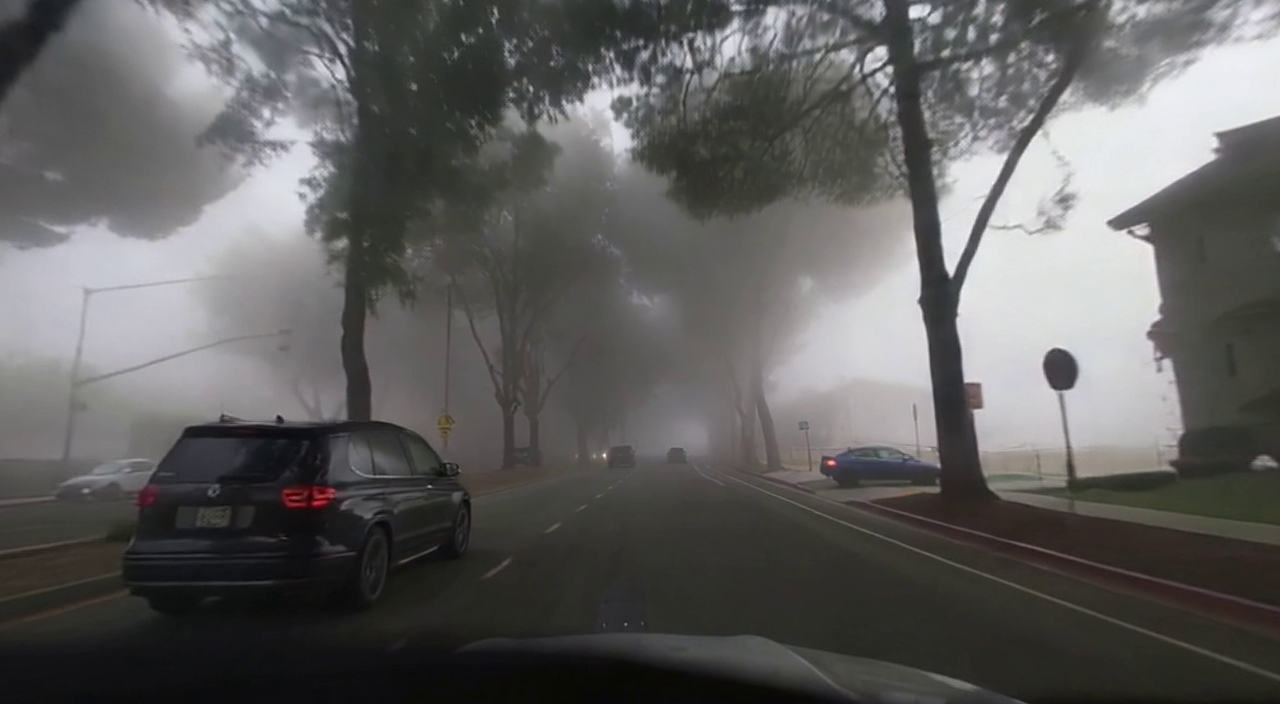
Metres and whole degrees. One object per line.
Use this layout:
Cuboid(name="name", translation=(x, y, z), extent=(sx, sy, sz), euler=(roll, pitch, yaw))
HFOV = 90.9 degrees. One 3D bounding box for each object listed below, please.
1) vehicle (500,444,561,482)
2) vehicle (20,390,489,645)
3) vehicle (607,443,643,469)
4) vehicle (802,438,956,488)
Cuboid(name="vehicle", translation=(-5.357, 5.478, 31.367), extent=(1.985, 1.708, 4.310), euler=(-1, -9, 4))
Cuboid(name="vehicle", translation=(-3.203, 1.476, 6.614), extent=(2.123, 1.761, 4.322), euler=(0, -9, 1))
Cuboid(name="vehicle", translation=(-1.084, 7.788, 47.427), extent=(2.255, 1.806, 4.710), euler=(-1, -9, 4))
Cuboid(name="vehicle", translation=(8.433, 3.968, 22.699), extent=(4.824, 1.646, 2.077), euler=(-2, -9, 11))
